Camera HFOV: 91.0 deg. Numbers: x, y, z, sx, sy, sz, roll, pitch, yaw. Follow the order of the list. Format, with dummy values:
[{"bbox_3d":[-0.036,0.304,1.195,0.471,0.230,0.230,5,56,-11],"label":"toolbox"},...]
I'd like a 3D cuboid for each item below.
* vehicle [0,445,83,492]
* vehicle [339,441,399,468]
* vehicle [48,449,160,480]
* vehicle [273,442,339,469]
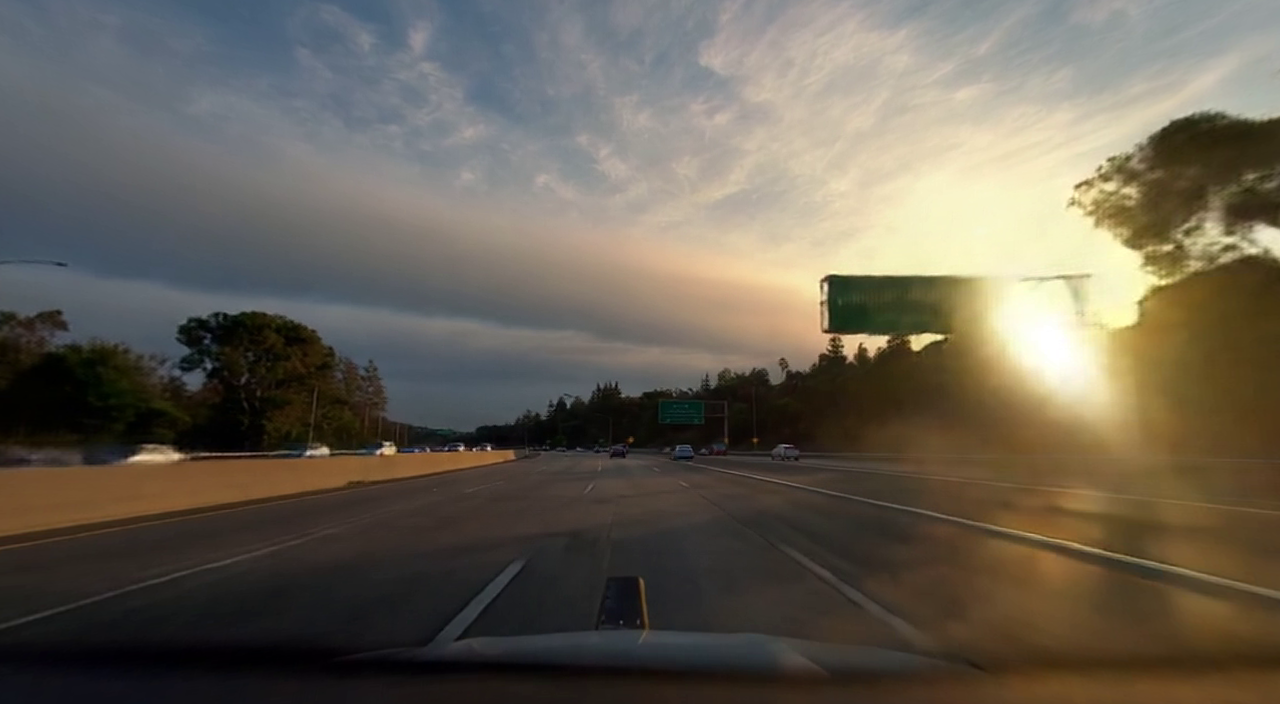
[{"bbox_3d":[-23.751,4.325,23.499,1.898,1.644,4.420,0,-9,-1],"label":"vehicle"},{"bbox_3d":[-21.228,8.070,49.699,2.374,2.041,5.885,1,-9,-3],"label":"vehicle"},{"bbox_3d":[-28.436,5.960,33.636,1.871,1.526,4.779,0,-9,-2],"label":"vehicle"},{"bbox_3d":[-25.742,8.015,48.787,2.217,1.928,5.731,0,-9,-3],"label":"vehicle"}]
